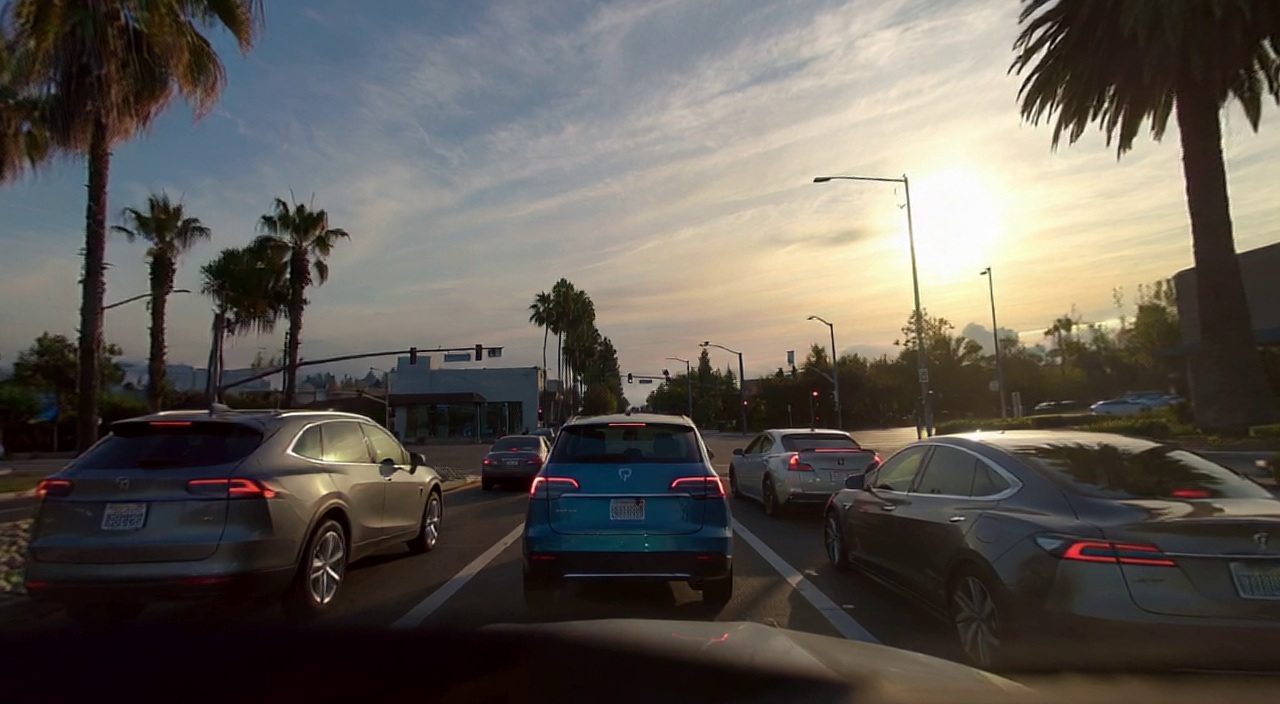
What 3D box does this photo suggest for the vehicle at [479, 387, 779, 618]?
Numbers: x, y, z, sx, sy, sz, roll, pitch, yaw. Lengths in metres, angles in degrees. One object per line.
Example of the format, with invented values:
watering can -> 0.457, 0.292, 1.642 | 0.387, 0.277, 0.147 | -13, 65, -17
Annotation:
vehicle -> -0.139, 1.465, 7.070 | 2.280, 1.747, 4.361 | 0, -8, -2

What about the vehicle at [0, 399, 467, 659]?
vehicle -> -3.352, 1.385, 6.053 | 2.014, 1.534, 4.455 | 0, -8, 1

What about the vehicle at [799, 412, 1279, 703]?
vehicle -> 2.968, 1.370, 5.257 | 2.017, 1.491, 4.611 | 0, -8, -1
